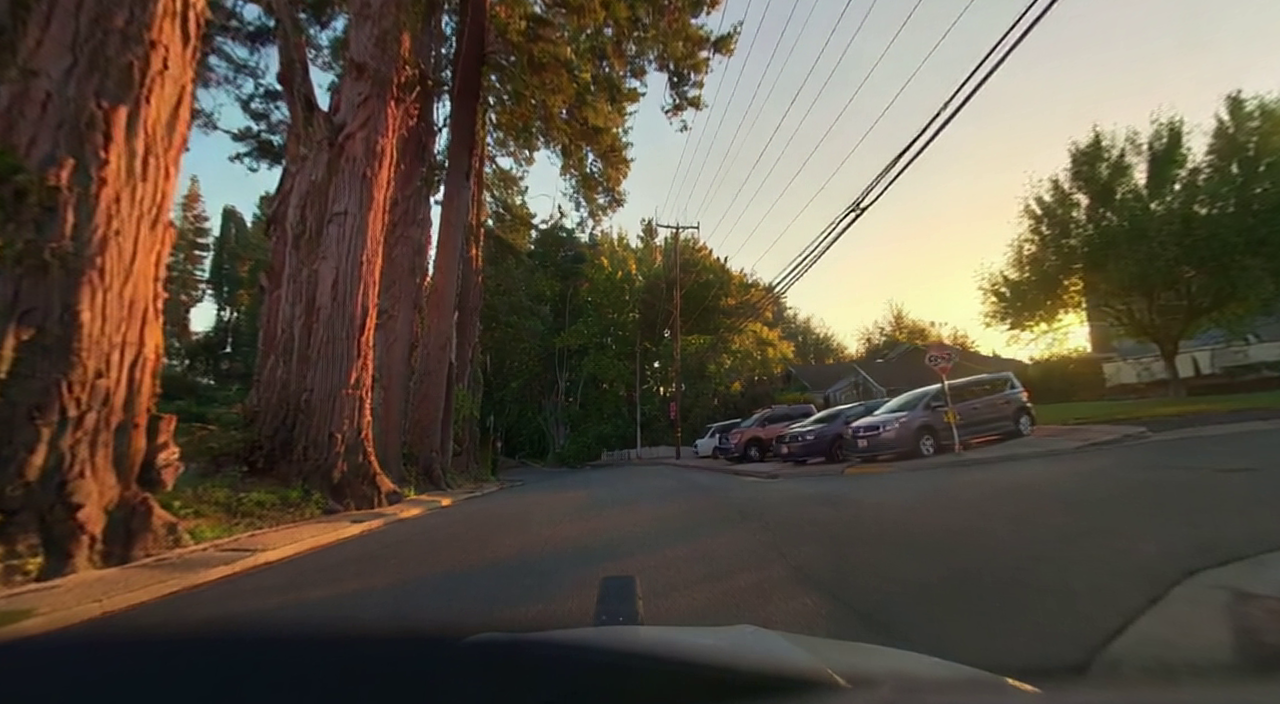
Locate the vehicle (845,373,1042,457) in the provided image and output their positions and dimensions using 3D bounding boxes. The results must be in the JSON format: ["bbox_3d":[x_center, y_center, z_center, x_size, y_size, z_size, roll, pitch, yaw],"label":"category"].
[{"bbox_3d":[8.052,1.719,16.764,4.780,1.984,1.896,3,-9,-23],"label":"vehicle"}]
